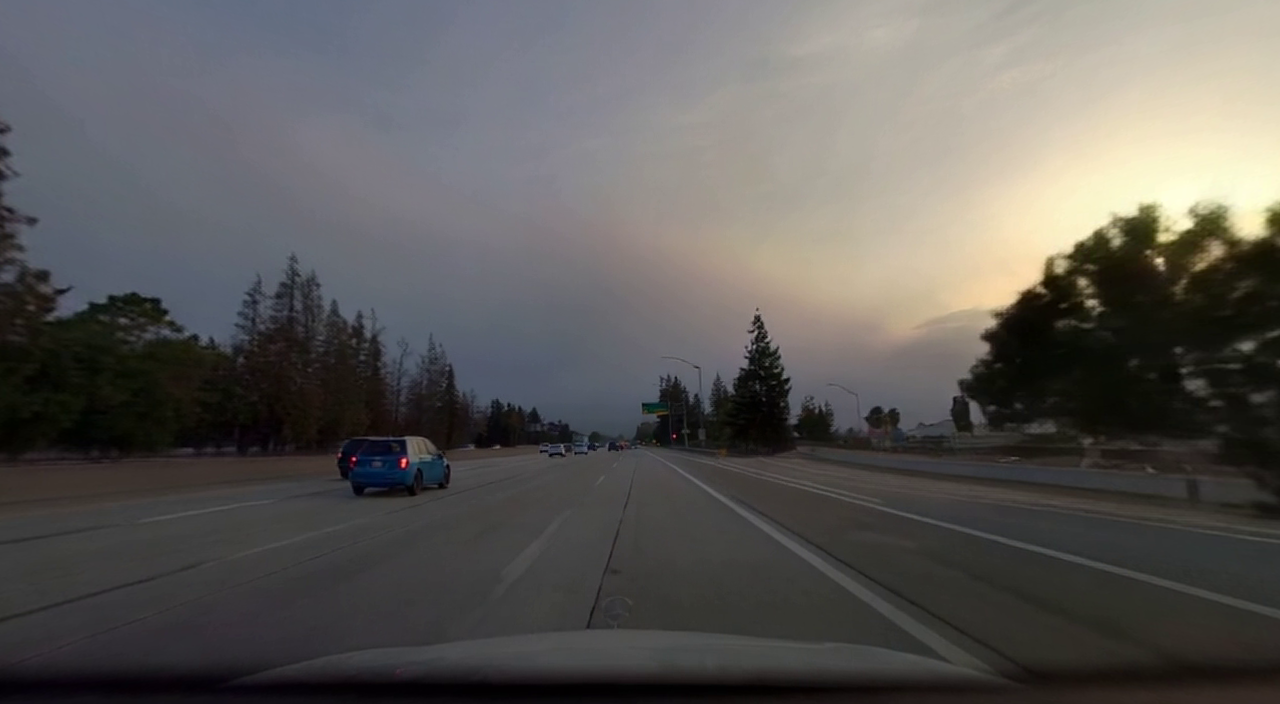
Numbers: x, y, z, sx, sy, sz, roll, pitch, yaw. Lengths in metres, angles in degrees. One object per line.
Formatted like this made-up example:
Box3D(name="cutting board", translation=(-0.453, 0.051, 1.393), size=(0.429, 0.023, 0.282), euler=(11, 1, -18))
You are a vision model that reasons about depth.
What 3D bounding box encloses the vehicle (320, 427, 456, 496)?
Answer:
Box3D(name="vehicle", translation=(-7.209, 3.187, 18.716), size=(2.146, 1.766, 4.502), euler=(0, -9, 0))
